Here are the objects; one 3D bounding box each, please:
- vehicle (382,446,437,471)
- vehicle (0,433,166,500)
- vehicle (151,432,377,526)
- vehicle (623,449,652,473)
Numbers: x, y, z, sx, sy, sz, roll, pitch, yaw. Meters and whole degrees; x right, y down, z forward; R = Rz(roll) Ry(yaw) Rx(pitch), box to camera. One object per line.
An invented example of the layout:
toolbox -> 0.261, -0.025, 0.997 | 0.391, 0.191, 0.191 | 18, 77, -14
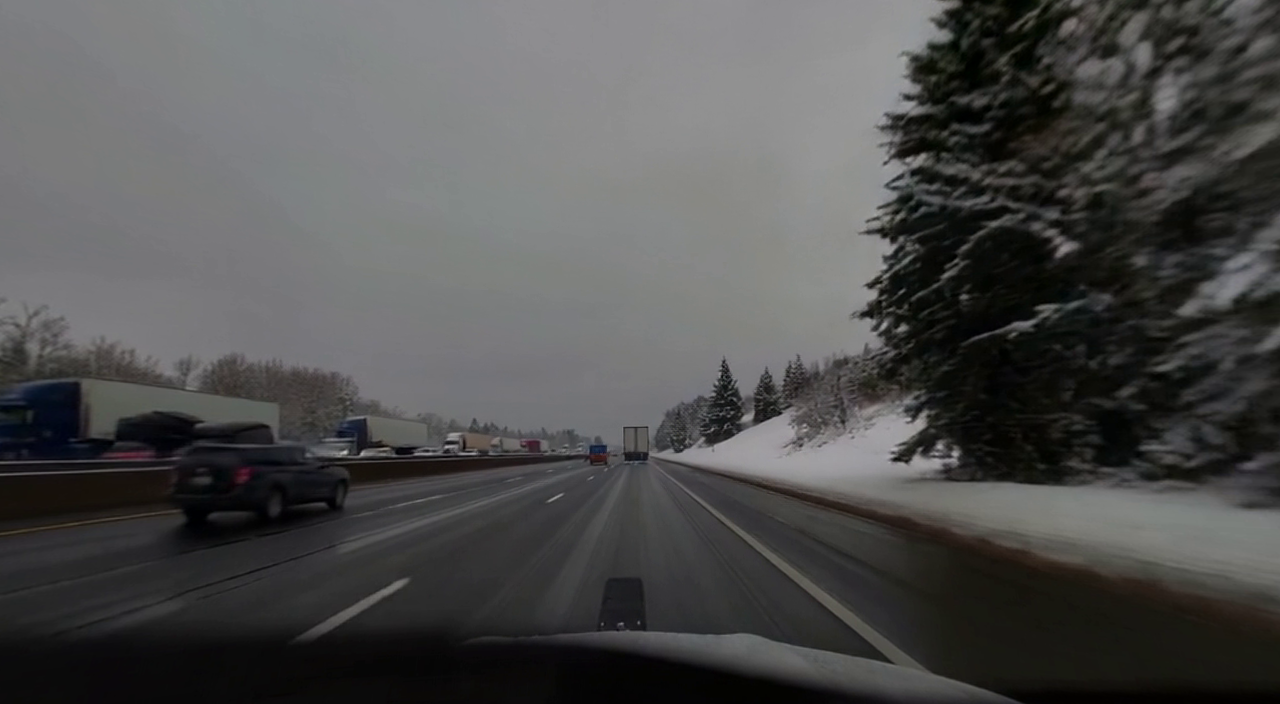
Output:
vehicle -> -14.865, 6.898, 40.895 | 1.817, 1.508, 4.734 | 0, -9, 0
vehicle -> -14.342, 2.797, 15.669 | 1.891, 1.426, 4.156 | 0, -9, -1
vehicle -> -7.575, 2.599, 13.393 | 2.004, 1.629, 4.506 | 0, -9, 0
vehicle -> -0.200, 7.829, 45.359 | 2.009, 1.657, 3.962 | 0, -9, -1
